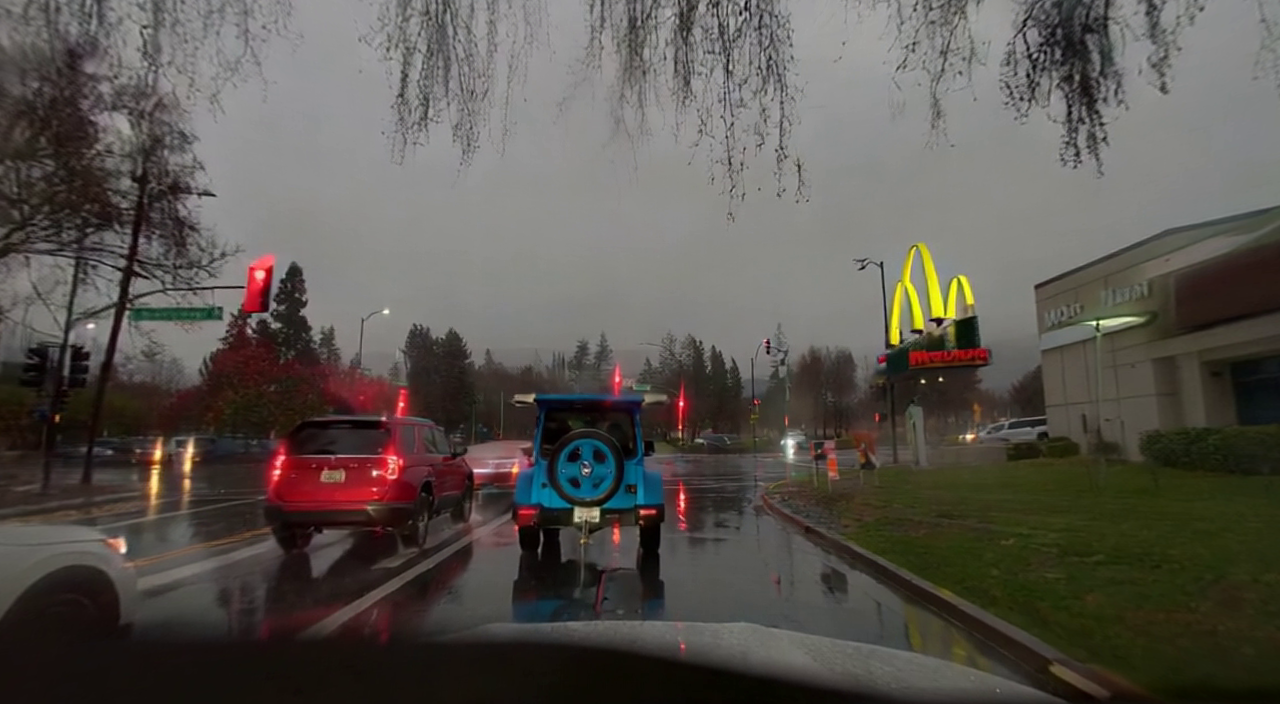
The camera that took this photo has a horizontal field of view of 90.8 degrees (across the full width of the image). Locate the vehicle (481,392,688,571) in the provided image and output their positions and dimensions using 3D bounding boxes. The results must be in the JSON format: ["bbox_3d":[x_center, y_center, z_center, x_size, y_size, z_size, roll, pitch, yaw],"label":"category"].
[{"bbox_3d":[-0.667,1.746,9.243,2.224,1.923,4.643,0,-8,-2],"label":"vehicle"}]

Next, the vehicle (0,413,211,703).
[{"bbox_3d":[-3.886,0.886,1.963,1.941,1.479,4.541,0,-8,-1],"label":"vehicle"}]

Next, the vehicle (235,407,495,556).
[{"bbox_3d":[-3.928,1.937,10.124,2.130,1.819,4.497,0,-8,0],"label":"vehicle"}]
